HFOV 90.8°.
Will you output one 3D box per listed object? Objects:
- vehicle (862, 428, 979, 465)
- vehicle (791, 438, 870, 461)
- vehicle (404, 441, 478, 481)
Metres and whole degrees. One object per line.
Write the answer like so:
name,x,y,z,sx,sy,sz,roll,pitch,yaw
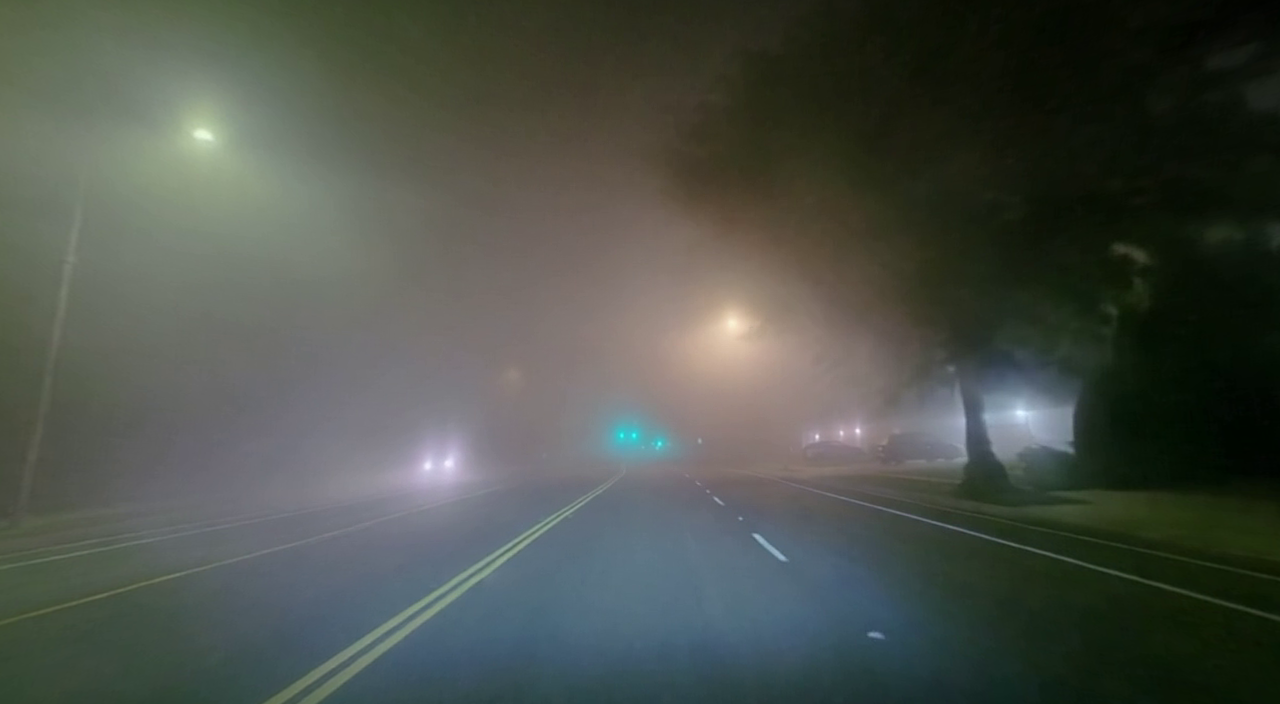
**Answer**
vehicle,13.843,4.696,31.385,4.793,1.744,2.055,-1,-8,1
vehicle,13.204,6.802,43.988,4.767,1.557,1.994,0,-9,-1
vehicle,-10.987,6.091,35.330,2.347,1.960,5.167,-2,-10,2
